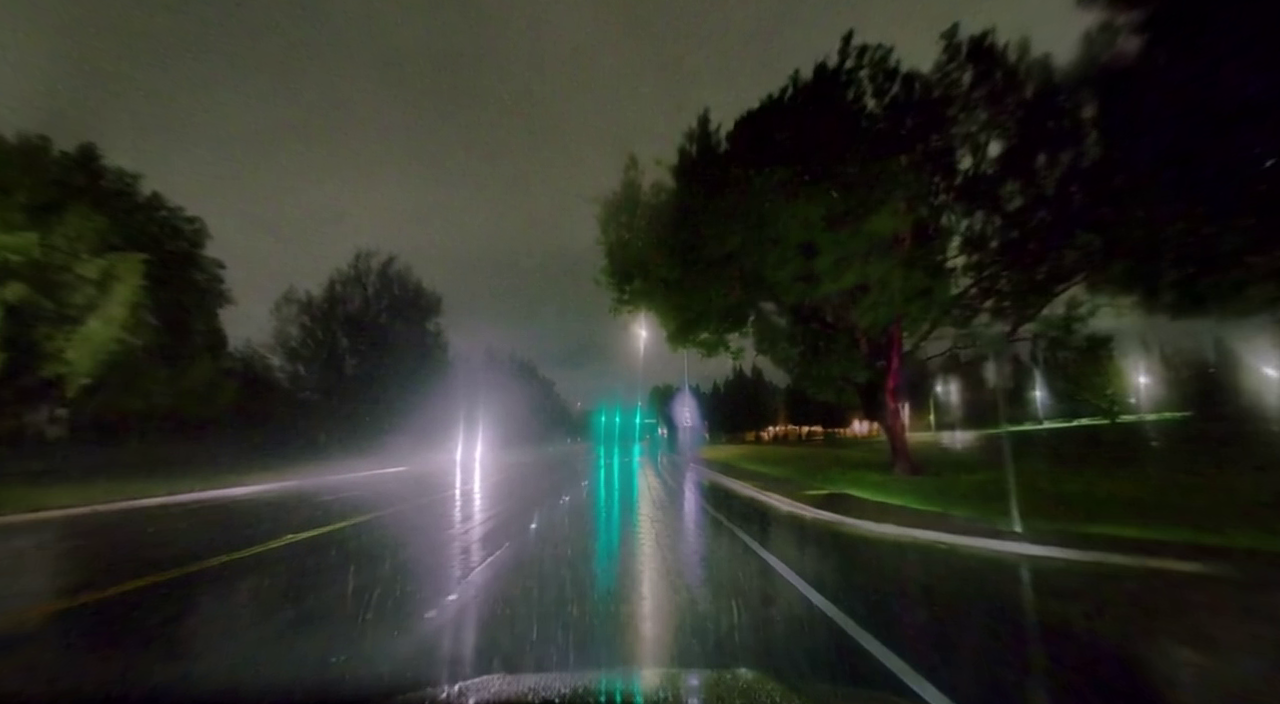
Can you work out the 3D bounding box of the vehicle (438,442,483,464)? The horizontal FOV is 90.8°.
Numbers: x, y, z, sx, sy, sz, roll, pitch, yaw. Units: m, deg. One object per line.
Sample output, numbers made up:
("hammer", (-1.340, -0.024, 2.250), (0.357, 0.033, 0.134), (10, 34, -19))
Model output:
("vehicle", (-13.395, 7.548, 47.498), (2.078, 1.573, 4.533), (0, -8, 0))
